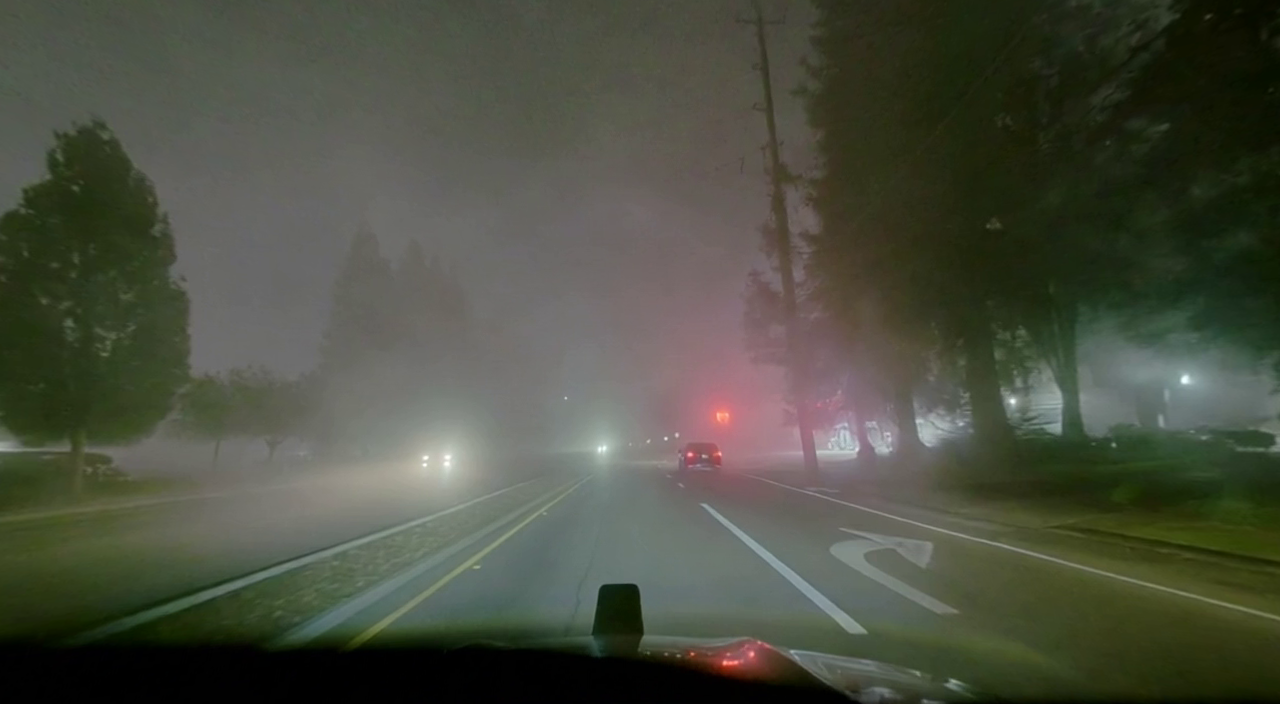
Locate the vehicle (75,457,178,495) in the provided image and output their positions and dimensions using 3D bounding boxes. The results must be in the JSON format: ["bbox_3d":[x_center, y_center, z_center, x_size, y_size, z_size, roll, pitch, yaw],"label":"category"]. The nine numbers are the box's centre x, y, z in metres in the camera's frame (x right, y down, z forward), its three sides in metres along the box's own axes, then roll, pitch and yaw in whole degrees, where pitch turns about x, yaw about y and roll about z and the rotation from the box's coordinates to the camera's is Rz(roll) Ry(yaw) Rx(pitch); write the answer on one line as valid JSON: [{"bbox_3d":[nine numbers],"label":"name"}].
[{"bbox_3d":[-23.077,5.520,28.383,4.117,1.557,1.876,-5,-10,26],"label":"vehicle"}]

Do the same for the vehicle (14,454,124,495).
[{"bbox_3d":[-23.124,4.896,25.576,4.016,1.517,1.816,-5,-10,26],"label":"vehicle"}]

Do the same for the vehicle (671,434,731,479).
[{"bbox_3d":[2.656,4.688,28.644,2.115,1.840,4.777,0,-9,-2],"label":"vehicle"}]

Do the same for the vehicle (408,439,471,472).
[{"bbox_3d":[-12.871,6.694,40.930,2.379,1.967,5.195,0,-9,0],"label":"vehicle"}]
